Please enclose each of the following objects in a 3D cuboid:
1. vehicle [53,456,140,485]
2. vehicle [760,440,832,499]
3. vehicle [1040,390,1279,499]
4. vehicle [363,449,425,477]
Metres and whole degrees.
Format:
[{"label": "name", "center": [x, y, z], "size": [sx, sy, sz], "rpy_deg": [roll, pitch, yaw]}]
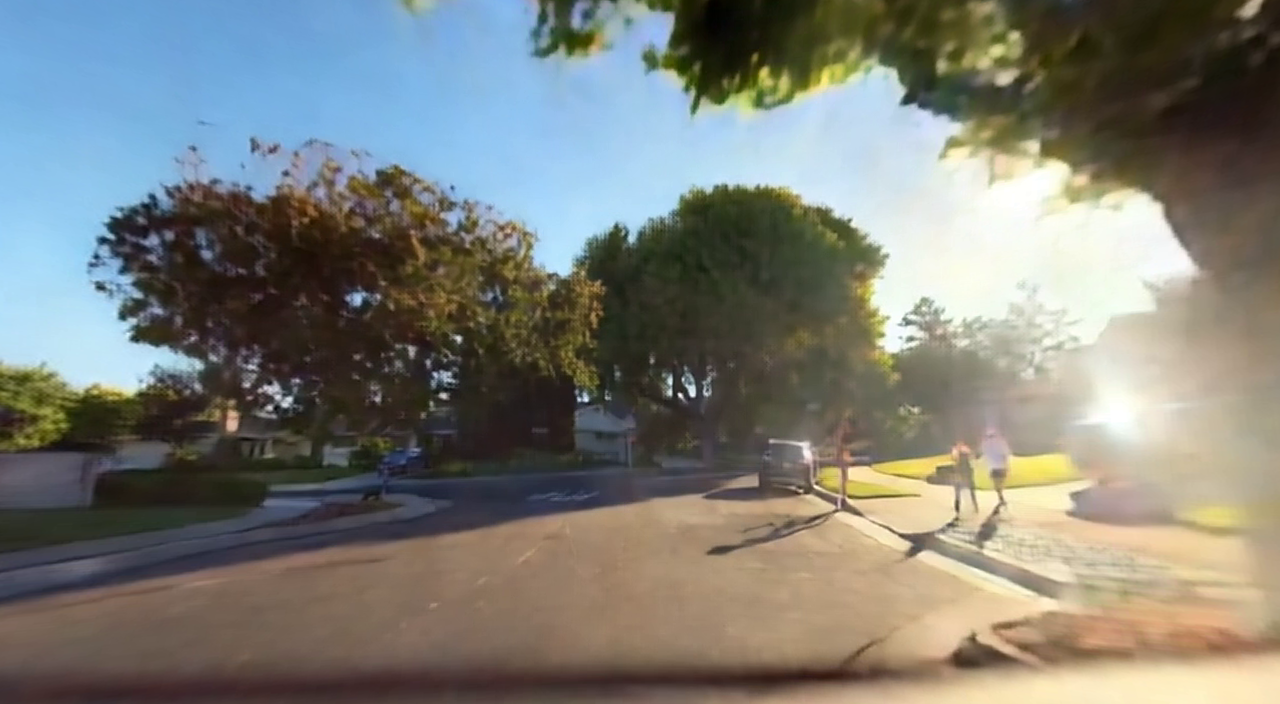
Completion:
[{"label": "vehicle", "center": [-38.712, 8.419, 45.183], "size": [2.206, 1.858, 4.918], "rpy_deg": [1, -9, -7]}, {"label": "vehicle", "center": [5.152, 3.863, 21.257], "size": [2.053, 1.737, 4.375], "rpy_deg": [-2, -9, 11]}, {"label": "vehicle", "center": [11.219, 1.791, 12.669], "size": [4.780, 1.765, 2.103], "rpy_deg": [-5, -9, 2]}, {"label": "vehicle", "center": [-16.784, 7.594, 43.427], "size": [2.021, 1.798, 4.491], "rpy_deg": [-1, -9, 7]}]
